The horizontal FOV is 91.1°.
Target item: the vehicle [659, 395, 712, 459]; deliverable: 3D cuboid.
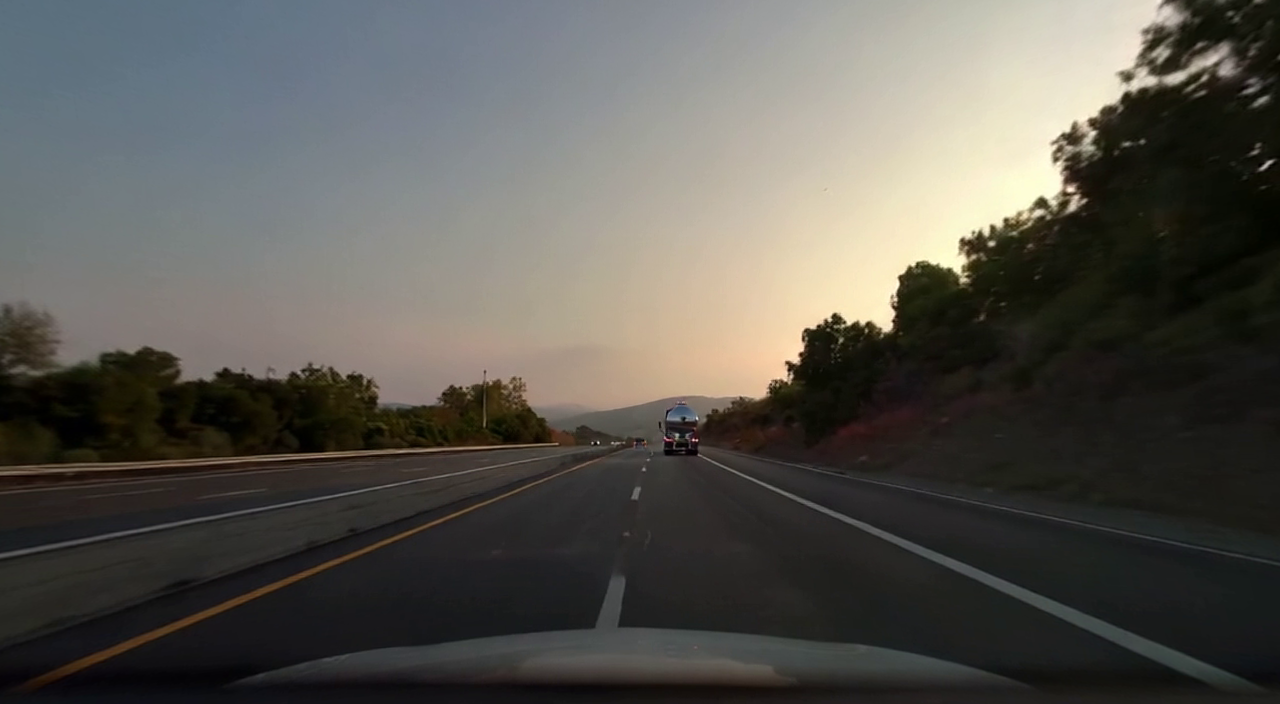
[{"bbox_3d":[2.884,5.263,43.265,2.946,3.745,11.516,-1,-8,1],"label":"vehicle"}]
